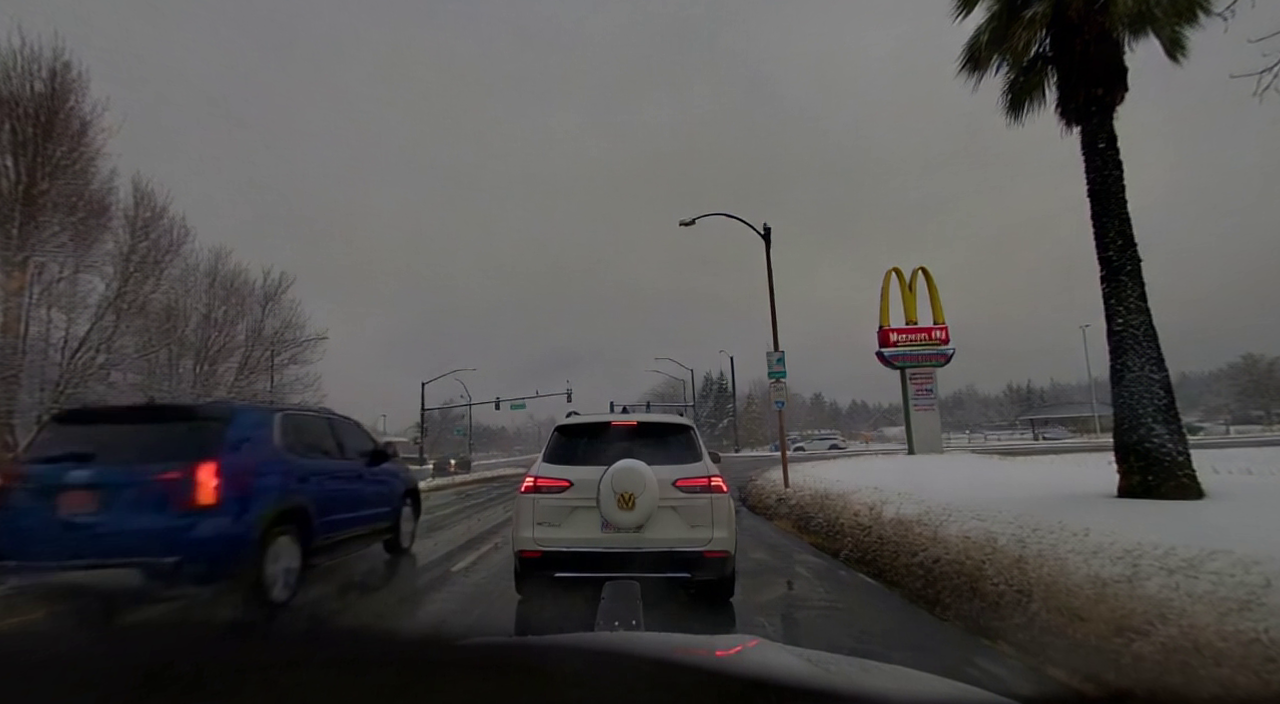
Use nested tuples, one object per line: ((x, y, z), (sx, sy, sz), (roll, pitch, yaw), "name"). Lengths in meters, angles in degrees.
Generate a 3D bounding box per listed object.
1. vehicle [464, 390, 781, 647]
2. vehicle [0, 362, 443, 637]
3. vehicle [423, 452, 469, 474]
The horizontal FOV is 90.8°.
((-0.140, 1.420, 6.325), (2.137, 1.728, 3.926), (0, -9, -1), "vehicle")
((-4.205, 1.428, 7.136), (2.344, 1.980, 5.009), (0, -9, 0), "vehicle")
((-15.130, 8.638, 49.498), (2.069, 1.617, 4.613), (0, -9, 0), "vehicle")
